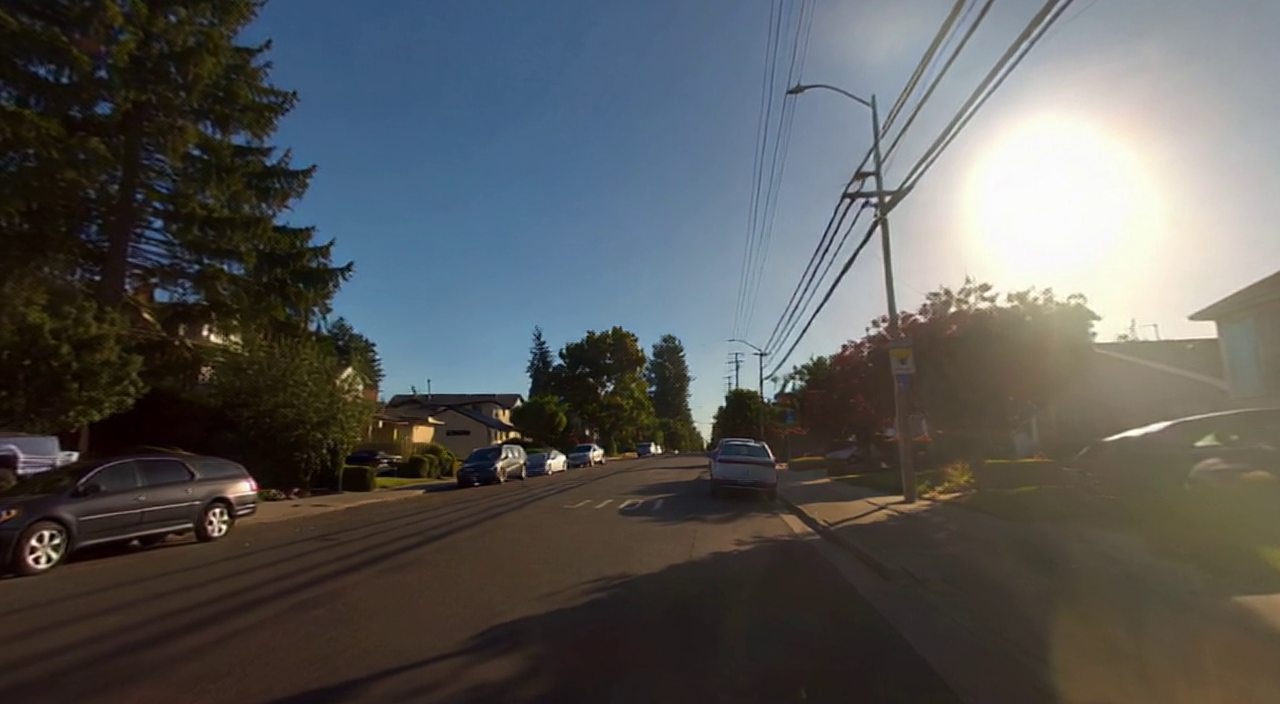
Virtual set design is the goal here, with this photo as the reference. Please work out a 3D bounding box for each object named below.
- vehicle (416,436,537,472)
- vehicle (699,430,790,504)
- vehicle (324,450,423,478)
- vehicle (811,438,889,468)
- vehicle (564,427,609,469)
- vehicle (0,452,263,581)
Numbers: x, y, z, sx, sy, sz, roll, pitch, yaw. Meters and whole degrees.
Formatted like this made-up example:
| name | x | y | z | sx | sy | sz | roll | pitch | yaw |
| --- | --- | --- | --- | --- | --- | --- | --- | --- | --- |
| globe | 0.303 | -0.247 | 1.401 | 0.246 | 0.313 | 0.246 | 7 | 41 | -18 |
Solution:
| name | x | y | z | sx | sy | sz | roll | pitch | yaw |
| --- | --- | --- | --- | --- | --- | --- | --- | --- | --- |
| vehicle | -9.585 | 6.011 | 37.360 | 6.488 | 2.009 | 2.354 | -1 | -9 | 7 |
| vehicle | 2.478 | 2.706 | 15.194 | 1.908 | 1.572 | 3.105 | -1 | -9 | 8 |
| vehicle | -14.180 | 5.962 | 33.735 | 4.481 | 1.420 | 1.712 | 0 | -9 | 3 |
| vehicle | 12.399 | 5.991 | 37.568 | 4.075 | 1.674 | 1.811 | -1 | -9 | 8 |
| vehicle | -3.883 | 7.192 | 47.269 | 2.199 | 2.902 | 5.848 | -1 | -9 | 7 |
| vehicle | -8.180 | 2.240 | 9.370 | 1.968 | 1.449 | 4.502 | -1 | -9 | 8 |
